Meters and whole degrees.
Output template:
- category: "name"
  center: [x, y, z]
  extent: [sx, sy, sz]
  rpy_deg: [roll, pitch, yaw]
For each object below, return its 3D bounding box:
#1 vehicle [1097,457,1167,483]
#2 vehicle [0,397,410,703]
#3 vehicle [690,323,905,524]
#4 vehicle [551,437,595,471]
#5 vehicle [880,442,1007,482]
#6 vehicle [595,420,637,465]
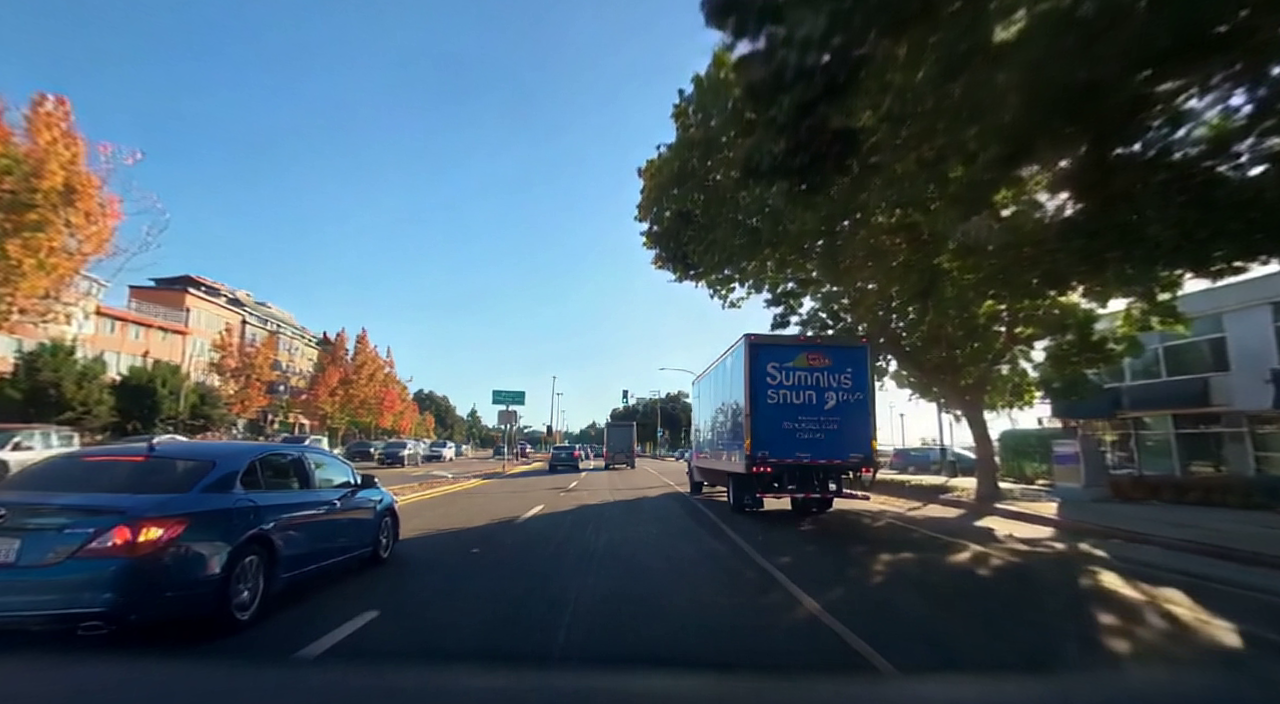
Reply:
- category: "vehicle"
  center: [35.400, 8.469, 45.348]
  extent: [2.066, 1.643, 4.614]
  rpy_deg: [-2, -9, 12]
- category: "vehicle"
  center: [-3.542, 1.284, 4.883]
  extent: [1.828, 1.515, 4.422]
  rpy_deg: [-1, -8, 0]
- category: "vehicle"
  center: [3.185, 1.888, 15.704]
  extent: [2.905, 3.644, 8.441]
  rpy_deg: [0, -8, -2]
- category: "vehicle"
  center: [-3.900, 5.862, 36.332]
  extent: [2.388, 1.811, 4.455]
  rpy_deg: [1, -8, -7]
- category: "vehicle"
  center: [15.975, 5.798, 33.405]
  extent: [5.670, 1.895, 2.219]
  rpy_deg: [-1, -8, 15]
- category: "vehicle"
  center: [-2.005, 7.090, 48.873]
  extent: [2.837, 3.142, 7.371]
  rpy_deg: [1, -9, -5]
